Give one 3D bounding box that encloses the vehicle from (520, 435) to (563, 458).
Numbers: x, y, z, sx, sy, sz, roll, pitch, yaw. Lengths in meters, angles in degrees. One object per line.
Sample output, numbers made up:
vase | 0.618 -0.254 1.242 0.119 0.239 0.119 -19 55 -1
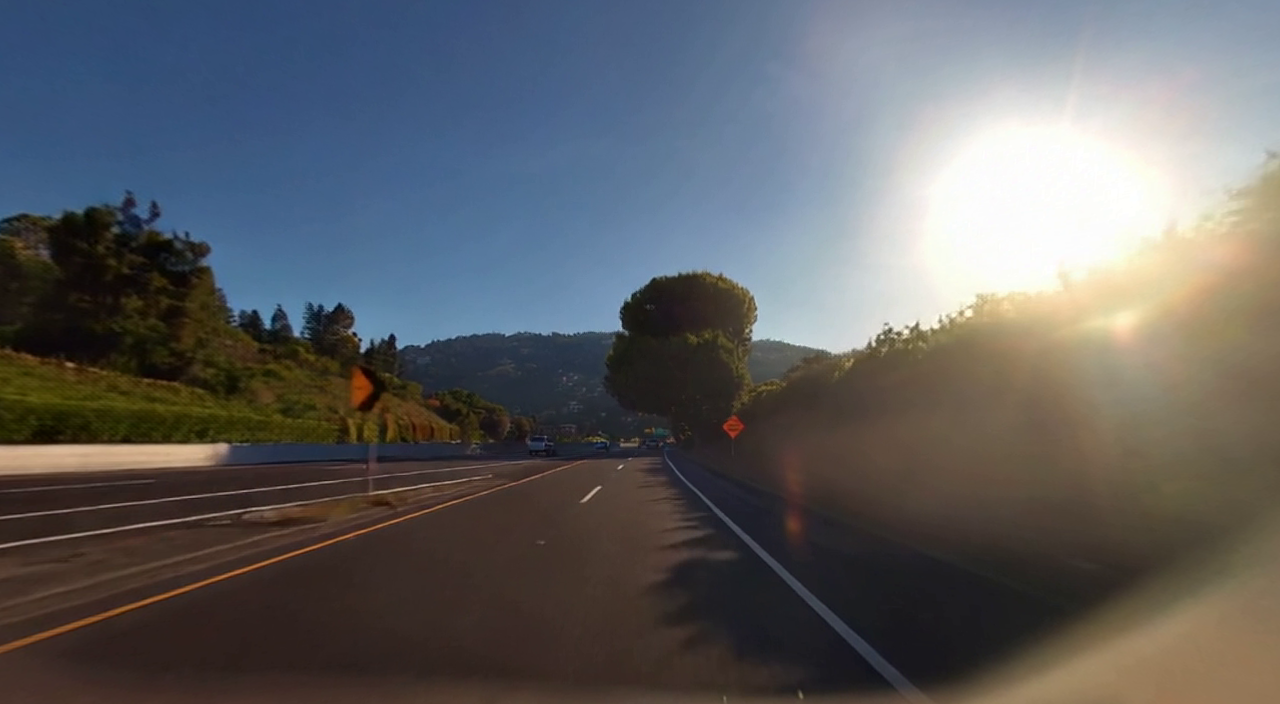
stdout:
vehicle | -7.212 6.984 46.588 2.141 1.612 3.998 -1 -8 7
